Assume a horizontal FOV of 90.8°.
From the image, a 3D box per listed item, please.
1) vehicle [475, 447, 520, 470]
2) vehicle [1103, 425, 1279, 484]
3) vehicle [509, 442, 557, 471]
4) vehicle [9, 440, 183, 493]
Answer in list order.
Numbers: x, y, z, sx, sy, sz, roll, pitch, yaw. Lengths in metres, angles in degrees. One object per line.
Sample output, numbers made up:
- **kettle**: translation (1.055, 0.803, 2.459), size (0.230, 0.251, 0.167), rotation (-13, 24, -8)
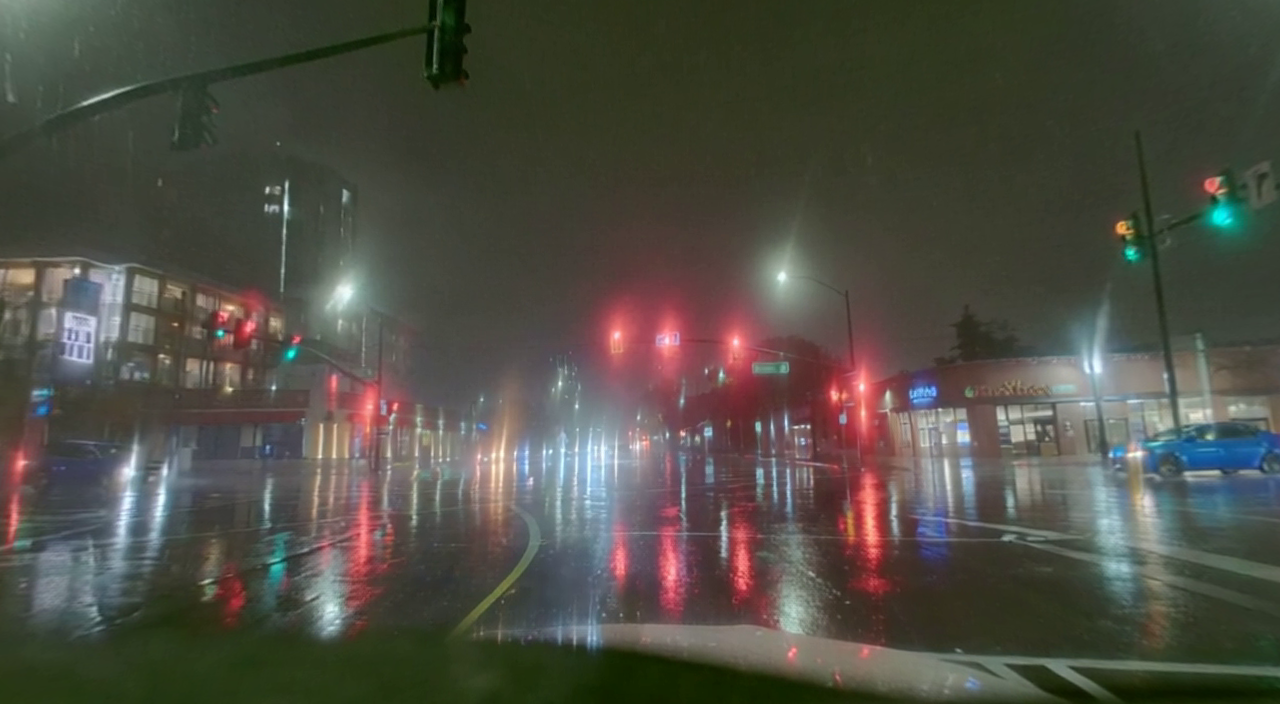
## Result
- **vehicle**: translation (-9.862, 7.360, 44.043), size (2.106, 1.505, 4.228), rotation (0, -8, 0)
- **vehicle**: translation (15.410, 2.698, 16.703), size (4.651, 1.463, 1.880), rotation (-2, -9, 8)
- **vehicle**: translation (-6.803, 6.693, 40.677), size (2.181, 1.703, 4.512), rotation (-1, -8, 2)
- **vehicle**: translation (-21.158, 4.425, 24.698), size (5.161, 1.910, 2.275), rotation (-2, -9, 11)
